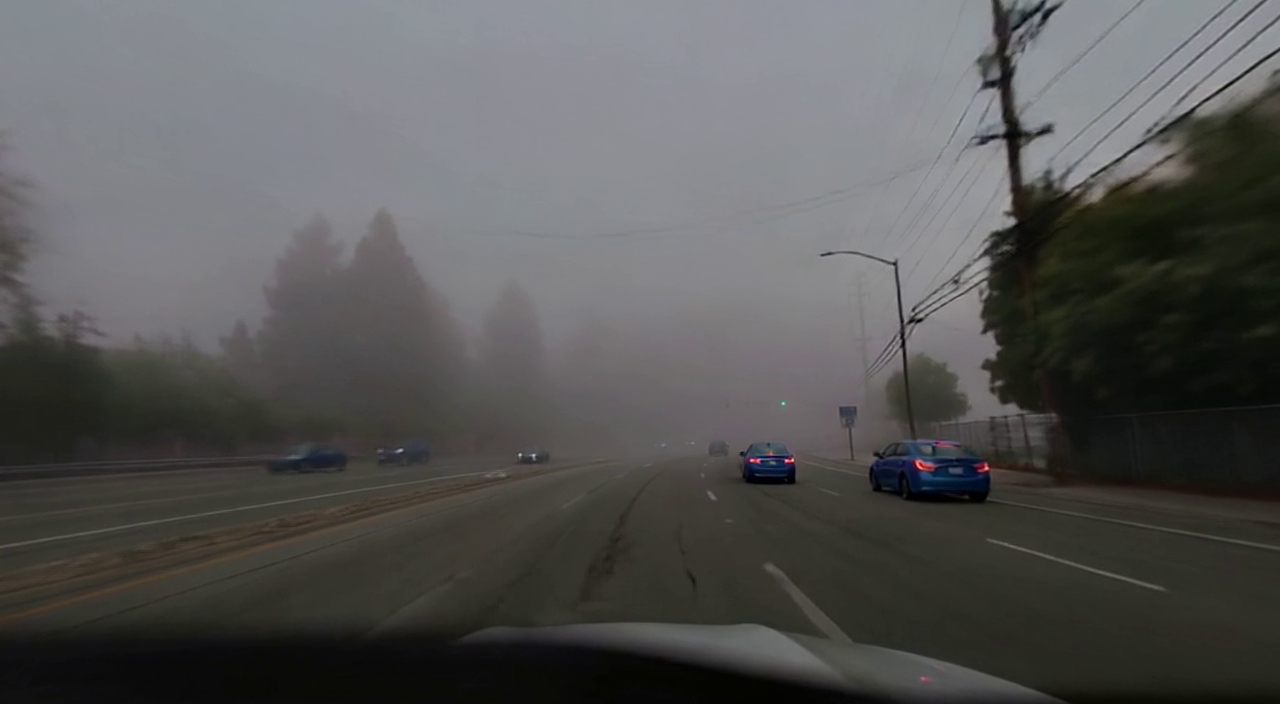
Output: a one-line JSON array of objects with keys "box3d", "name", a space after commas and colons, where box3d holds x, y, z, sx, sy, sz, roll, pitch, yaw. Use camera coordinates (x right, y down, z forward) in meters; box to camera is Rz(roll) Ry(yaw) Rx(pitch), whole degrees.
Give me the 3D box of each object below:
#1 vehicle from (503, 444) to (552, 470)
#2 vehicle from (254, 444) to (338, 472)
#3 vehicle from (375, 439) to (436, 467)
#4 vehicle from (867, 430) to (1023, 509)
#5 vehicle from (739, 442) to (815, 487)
[{"box3d": [-7.327, 6.896, 41.632, 2.107, 1.587, 4.514, -1, -9, 4], "name": "vehicle"}, {"box3d": [-19.945, 6.138, 36.925, 1.859, 1.500, 4.753, -1, -9, 6], "name": "vehicle"}, {"box3d": [-15.825, 6.827, 42.920, 1.948, 1.772, 4.491, -1, -9, 8], "name": "vehicle"}, {"box3d": [7.787, 3.025, 16.734, 2.029, 1.795, 4.371, 0, -9, 2], "name": "vehicle"}, {"box3d": [4.836, 4.034, 23.011, 2.035, 1.460, 4.392, -1, -8, 4], "name": "vehicle"}]
